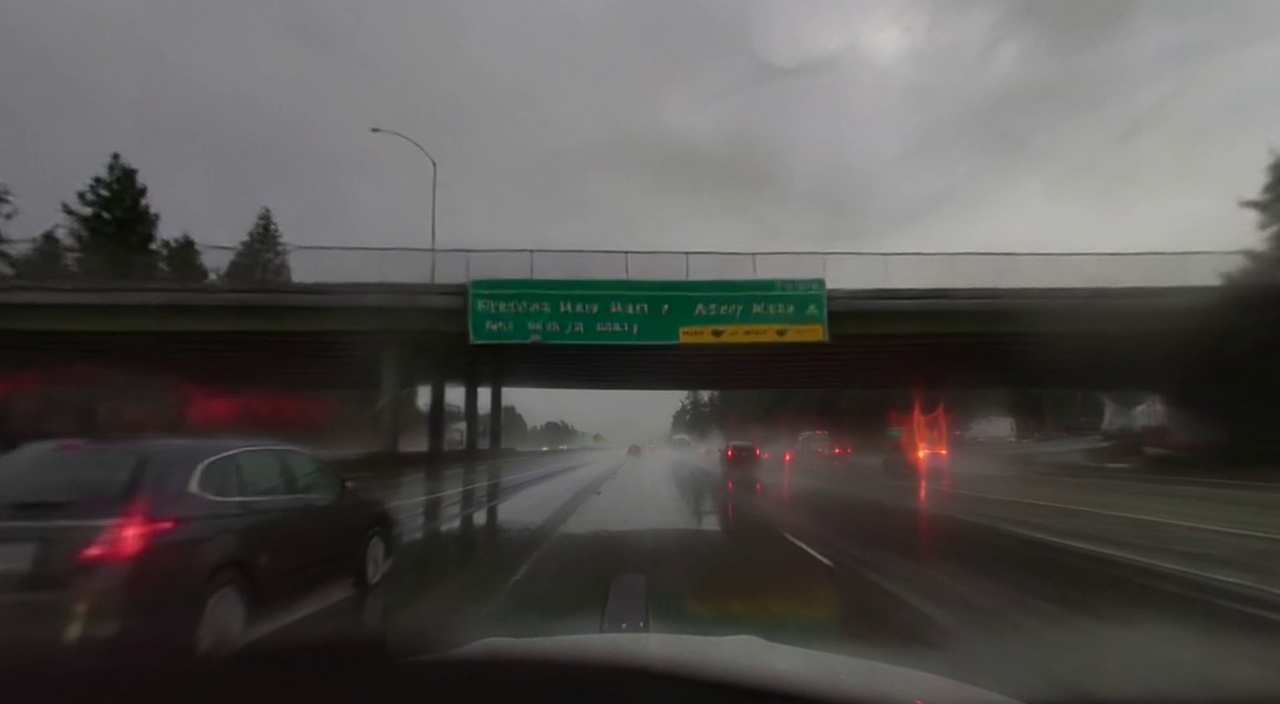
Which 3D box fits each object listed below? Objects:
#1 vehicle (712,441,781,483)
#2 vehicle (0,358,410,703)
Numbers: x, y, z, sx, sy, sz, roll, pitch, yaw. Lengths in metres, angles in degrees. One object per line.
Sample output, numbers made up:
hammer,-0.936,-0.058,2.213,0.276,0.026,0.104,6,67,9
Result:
vehicle,4.065,4.251,24.774,1.908,1.483,4.259,0,-8,-1
vehicle,-3.740,1.171,4.509,2.259,1.706,4.924,0,-8,1
